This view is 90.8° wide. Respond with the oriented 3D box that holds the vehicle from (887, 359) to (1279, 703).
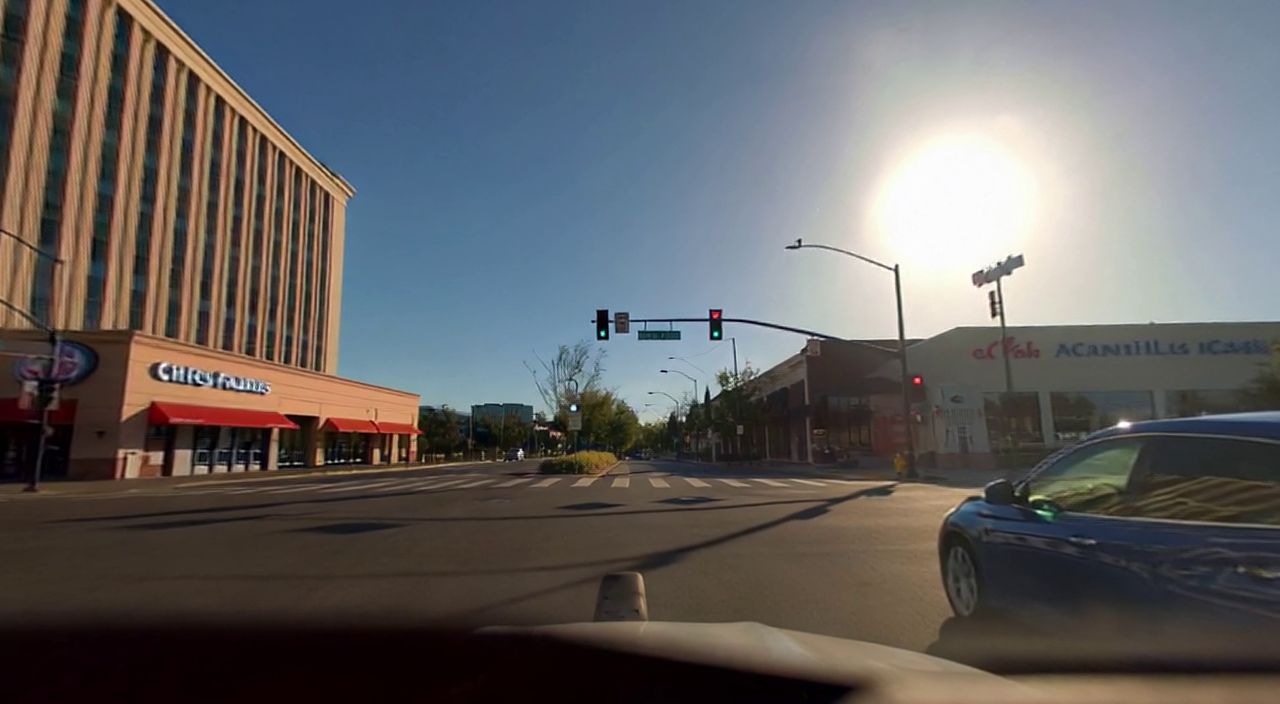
[{"bbox_3d":[3.110,0.956,2.780,2.015,1.641,4.995,0,-9,0],"label":"vehicle"}]
